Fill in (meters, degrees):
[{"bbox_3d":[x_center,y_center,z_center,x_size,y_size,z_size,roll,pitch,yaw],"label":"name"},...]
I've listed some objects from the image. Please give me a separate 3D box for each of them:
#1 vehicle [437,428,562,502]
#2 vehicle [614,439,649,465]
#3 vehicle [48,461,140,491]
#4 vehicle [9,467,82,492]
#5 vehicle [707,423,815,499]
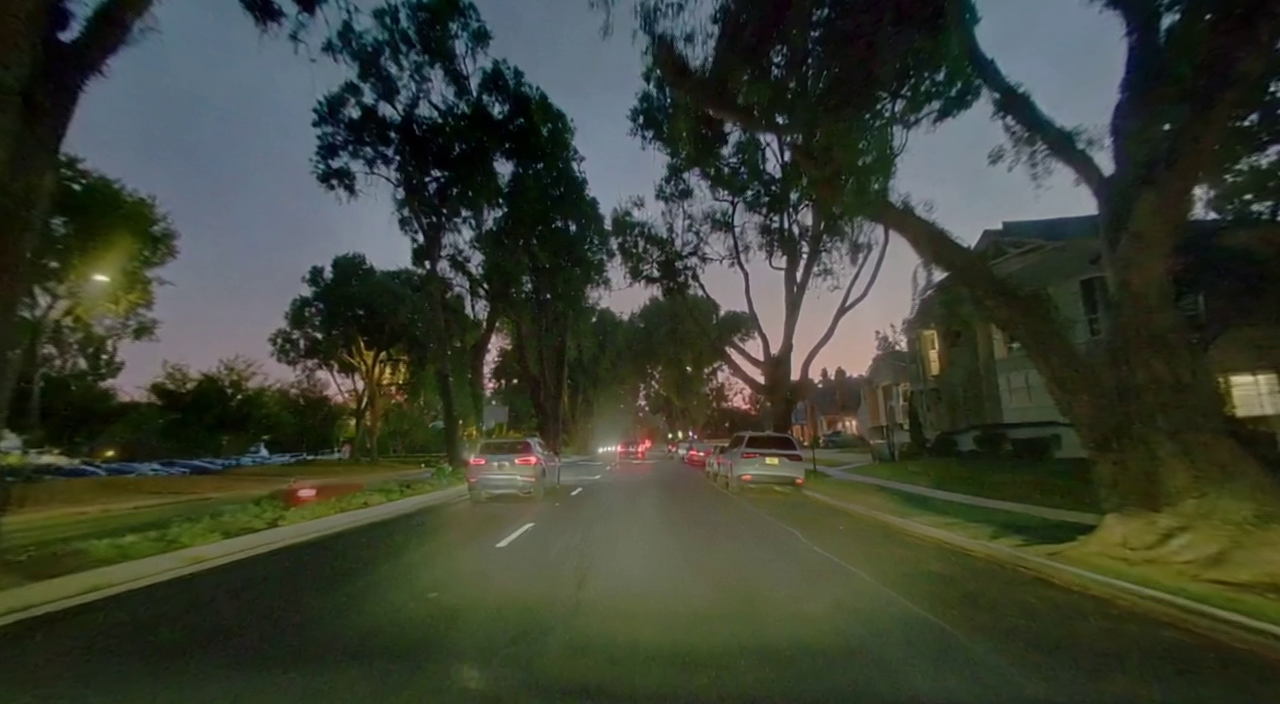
[{"bbox_3d":[-3.511,2.936,16.827,2.129,1.668,4.722,0,-8,1],"label":"vehicle"},{"bbox_3d":[-0.502,6.489,41.157,2.142,1.548,4.273,0,-8,0],"label":"vehicle"},{"bbox_3d":[-38.276,8.641,44.381,2.093,1.866,4.589,-8,-12,44],"label":"vehicle"},{"bbox_3d":[-42.090,9.000,44.757,3.582,1.568,1.999,8,-12,-43],"label":"vehicle"},{"bbox_3d":[3.280,3.102,18.378,2.090,1.839,5.495,0,-8,0],"label":"vehicle"}]
